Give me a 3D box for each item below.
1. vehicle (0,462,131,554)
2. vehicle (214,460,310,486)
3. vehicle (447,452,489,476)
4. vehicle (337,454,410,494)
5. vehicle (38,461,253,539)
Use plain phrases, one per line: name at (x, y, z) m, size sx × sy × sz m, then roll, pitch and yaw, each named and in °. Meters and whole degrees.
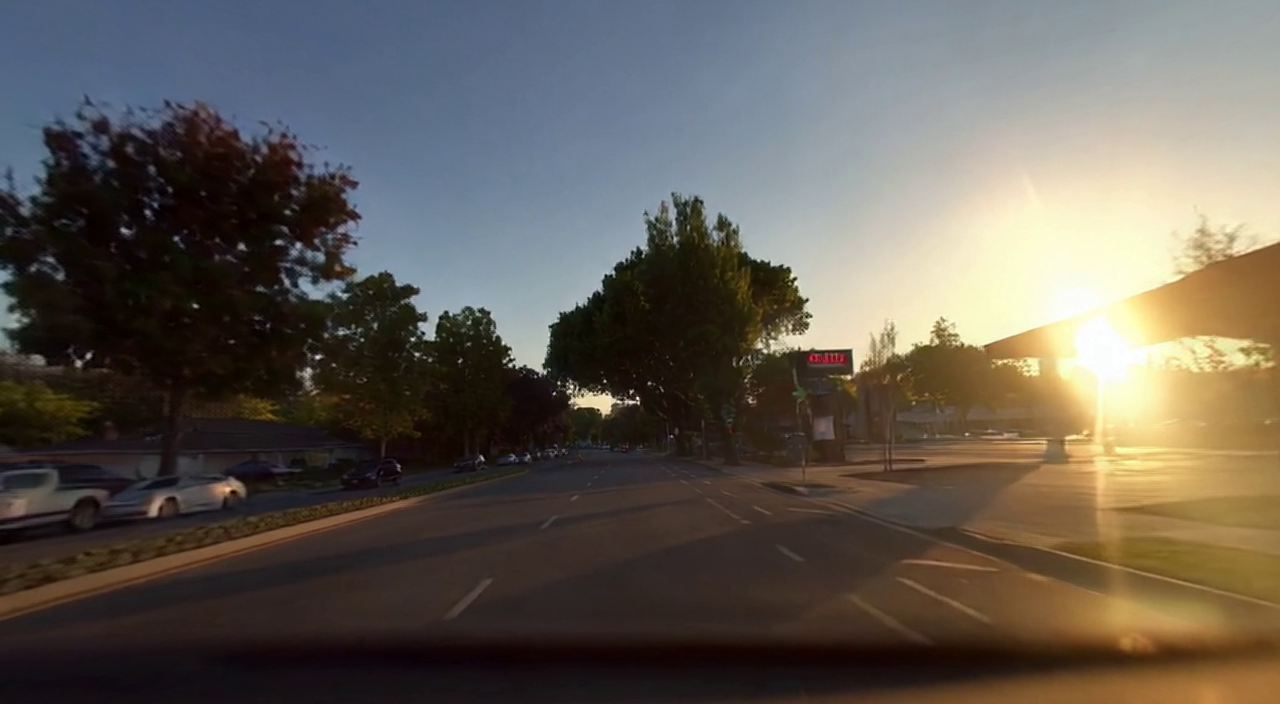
vehicle at (-12.421, 2.904, 11.743) m, size 1.897 × 1.564 × 4.875 m, roll 0°, pitch -8°, yaw -1°
vehicle at (-23.627, 7.556, 39.621) m, size 4.718 × 1.500 × 1.943 m, roll 0°, pitch -8°, yaw 0°
vehicle at (-12.921, 8.379, 47.646) m, size 1.986 × 1.488 × 4.330 m, roll -4°, pitch -8°, yaw -2°
vehicle at (-12.852, 5.857, 30.745) m, size 1.953 × 1.558 × 3.839 m, roll -6°, pitch -8°, yaw -2°
vehicle at (-12.555, 3.732, 16.544) m, size 2.040 × 1.424 × 4.594 m, roll -5°, pitch -8°, yaw -1°
